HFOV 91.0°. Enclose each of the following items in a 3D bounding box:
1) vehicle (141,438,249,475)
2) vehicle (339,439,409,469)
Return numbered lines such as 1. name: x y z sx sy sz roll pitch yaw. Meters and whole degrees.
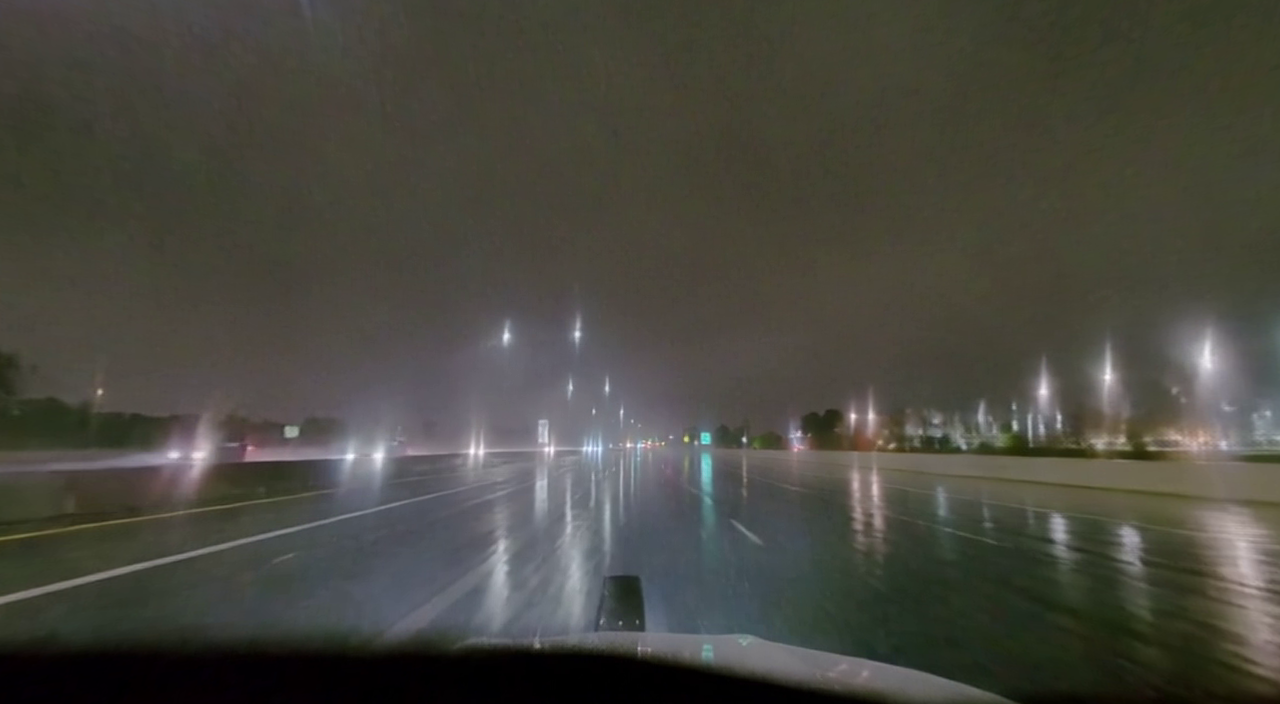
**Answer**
1. vehicle: -24.742 5.855 35.334 2.206 1.882 5.203 0 -9 1
2. vehicle: -17.510 6.769 41.849 2.251 1.813 5.265 -1 -9 1
